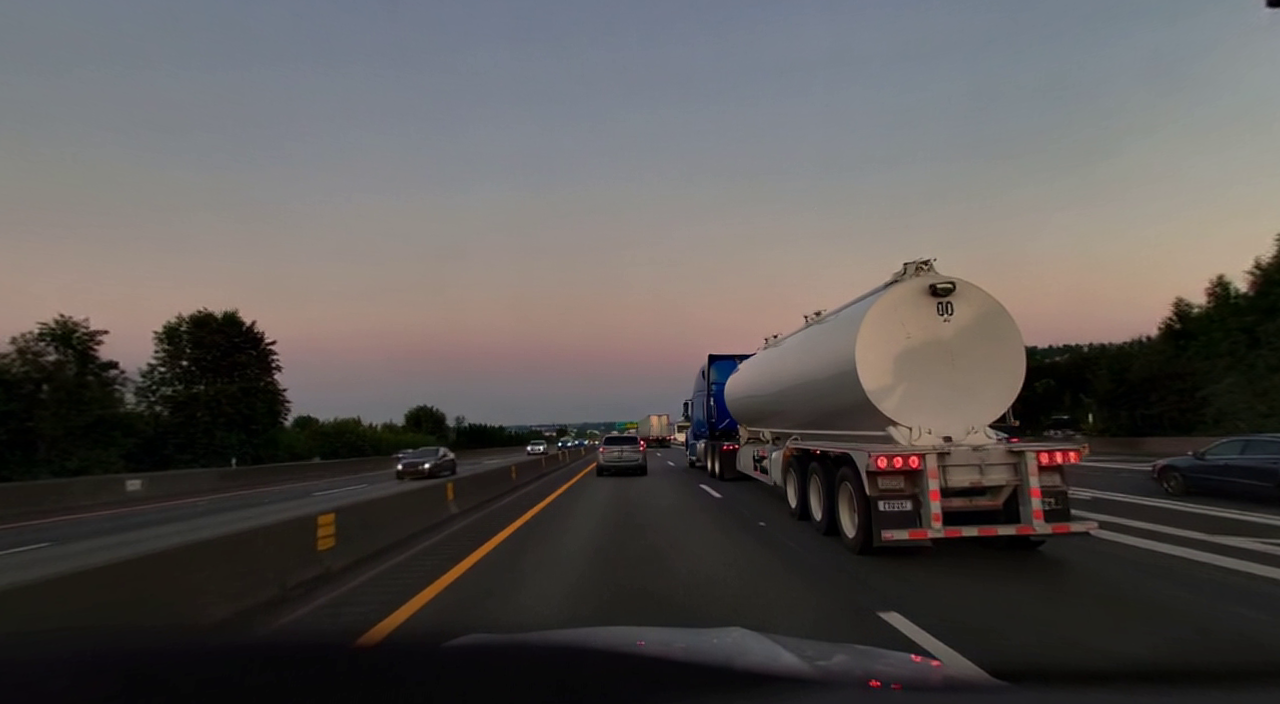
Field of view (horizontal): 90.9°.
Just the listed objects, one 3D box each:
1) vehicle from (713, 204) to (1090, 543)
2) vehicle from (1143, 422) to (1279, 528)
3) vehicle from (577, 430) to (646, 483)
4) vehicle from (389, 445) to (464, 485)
[{"bbox_3d":[3.467,0.807,11.833,2.826,3.905,9.262,0,-8,-2],"label":"vehicle"},{"bbox_3d":[9.807,1.758,9.113,1.739,1.471,3.889,0,-8,-2],"label":"vehicle"},{"bbox_3d":[-0.852,3.254,20.021,2.000,1.510,3.518,0,-8,-1],"label":"vehicle"},{"bbox_3d":[-8.926,4.729,26.754,1.853,1.459,4.228,0,-8,-2],"label":"vehicle"}]
